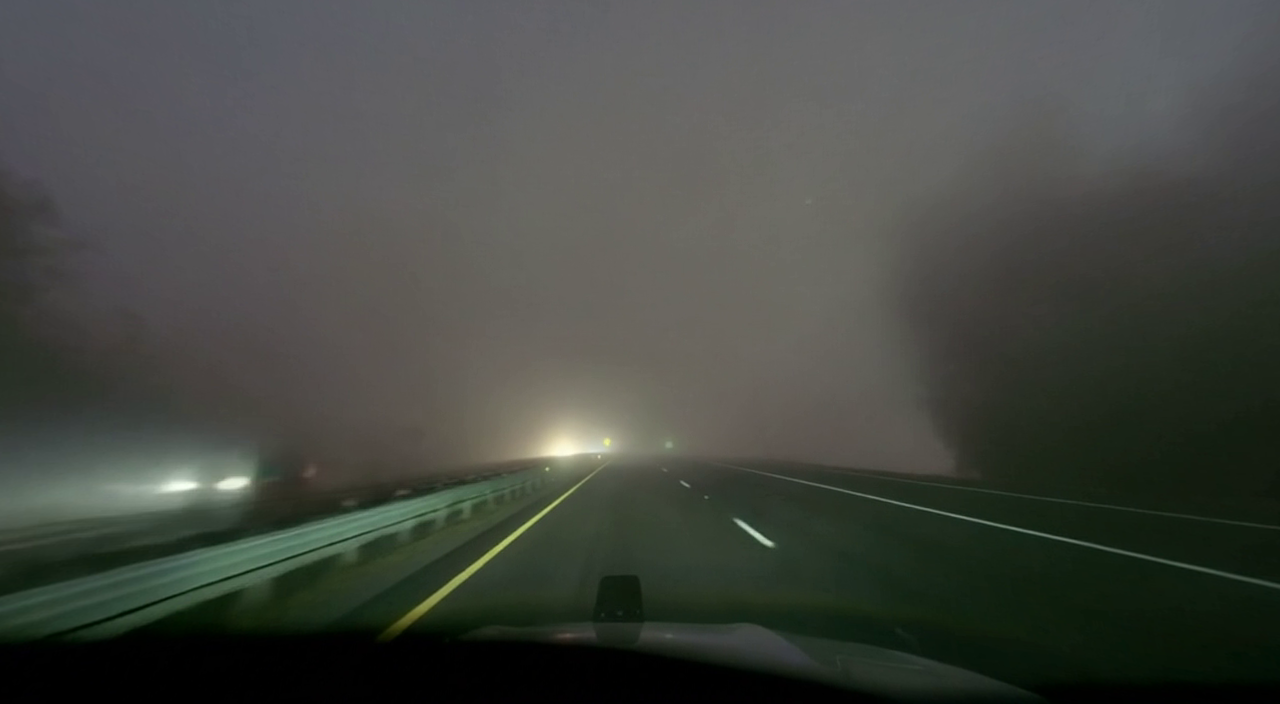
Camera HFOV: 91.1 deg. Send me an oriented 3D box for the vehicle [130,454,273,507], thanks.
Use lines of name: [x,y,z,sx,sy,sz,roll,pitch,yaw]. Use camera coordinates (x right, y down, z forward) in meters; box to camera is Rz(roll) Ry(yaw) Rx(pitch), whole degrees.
vehicle: [-13.349,3.887,19.435,1.743,1.434,3.709,0,-9,-1]
